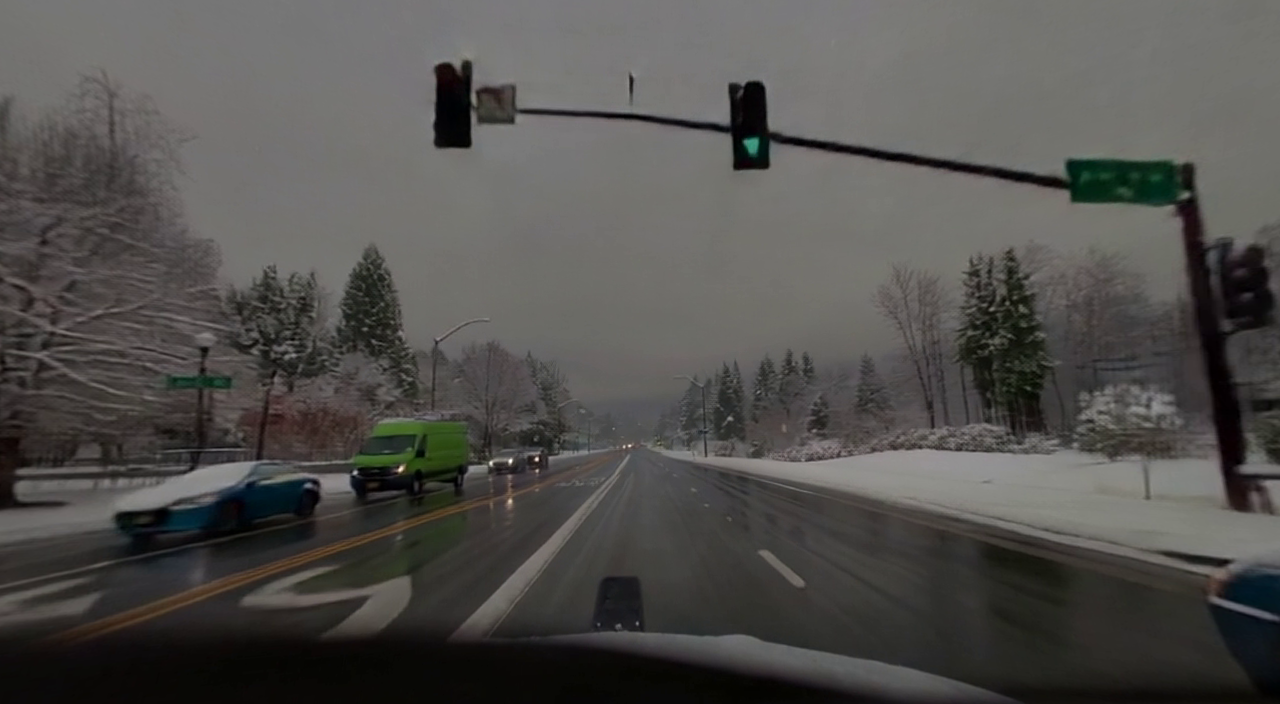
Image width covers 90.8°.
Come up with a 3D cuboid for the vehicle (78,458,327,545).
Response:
[{"bbox_3d":[-9.081,3.100,13.781,2.190,1.455,4.516,0,-9,0],"label":"vehicle"}]

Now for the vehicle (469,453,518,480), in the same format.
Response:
[{"bbox_3d":[-8.861,6.943,38.567,1.959,1.469,4.369,0,-9,0],"label":"vehicle"}]

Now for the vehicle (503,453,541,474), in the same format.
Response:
[{"bbox_3d":[-8.810,8.366,47.512,1.940,1.452,4.441,-1,-9,1],"label":"vehicle"}]

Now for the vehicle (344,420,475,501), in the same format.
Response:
[{"bbox_3d":[-8.805,4.222,25.089,2.617,2.736,6.621,0,-9,0],"label":"vehicle"}]
